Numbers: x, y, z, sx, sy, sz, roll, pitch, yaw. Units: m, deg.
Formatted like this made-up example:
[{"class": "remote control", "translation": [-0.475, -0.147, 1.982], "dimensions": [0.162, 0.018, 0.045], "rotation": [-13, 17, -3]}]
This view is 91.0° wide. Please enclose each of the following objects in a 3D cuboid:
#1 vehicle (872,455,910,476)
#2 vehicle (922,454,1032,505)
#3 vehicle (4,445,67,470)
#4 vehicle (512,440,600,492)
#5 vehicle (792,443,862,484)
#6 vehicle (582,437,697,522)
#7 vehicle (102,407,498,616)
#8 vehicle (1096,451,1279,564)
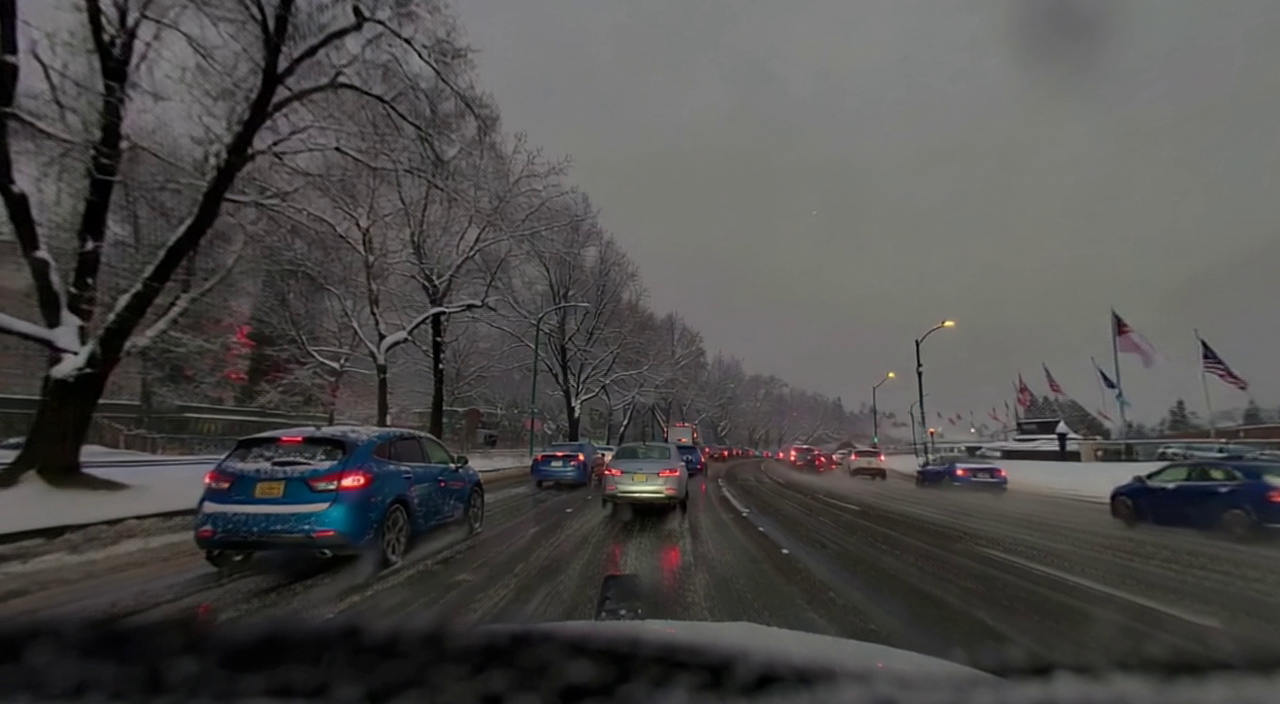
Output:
[{"class": "vehicle", "translation": [18.872, 8.525, 47.486], "dimensions": [1.828, 1.479, 4.391], "rotation": [-1, -9, 11]}, {"class": "vehicle", "translation": [11.198, 4.230, 21.234], "dimensions": [1.749, 1.481, 3.808], "rotation": [0, -9, 3]}, {"class": "vehicle", "translation": [-40.155, 6.999, 41.839], "dimensions": [3.667, 1.465, 1.735], "rotation": [-4, -5, 24]}, {"class": "vehicle", "translation": [-2.677, 3.782, 21.276], "dimensions": [1.974, 1.549, 4.603], "rotation": [0, -9, 5]}, {"class": "vehicle", "translation": [7.700, 4.598, 26.339], "dimensions": [1.944, 1.544, 4.301], "rotation": [0, -9, 5]}, {"class": "vehicle", "translation": [0.143, 2.651, 13.660], "dimensions": [2.090, 1.506, 4.276], "rotation": [0, -9, 4]}, {"class": "vehicle", "translation": [-3.236, 1.597, 7.252], "dimensions": [1.988, 1.635, 4.260], "rotation": [0, -9, 3]}, {"class": "vehicle", "translation": [10.228, 2.490, 10.592], "dimensions": [1.934, 1.585, 4.397], "rotation": [0, -9, 3]}]
